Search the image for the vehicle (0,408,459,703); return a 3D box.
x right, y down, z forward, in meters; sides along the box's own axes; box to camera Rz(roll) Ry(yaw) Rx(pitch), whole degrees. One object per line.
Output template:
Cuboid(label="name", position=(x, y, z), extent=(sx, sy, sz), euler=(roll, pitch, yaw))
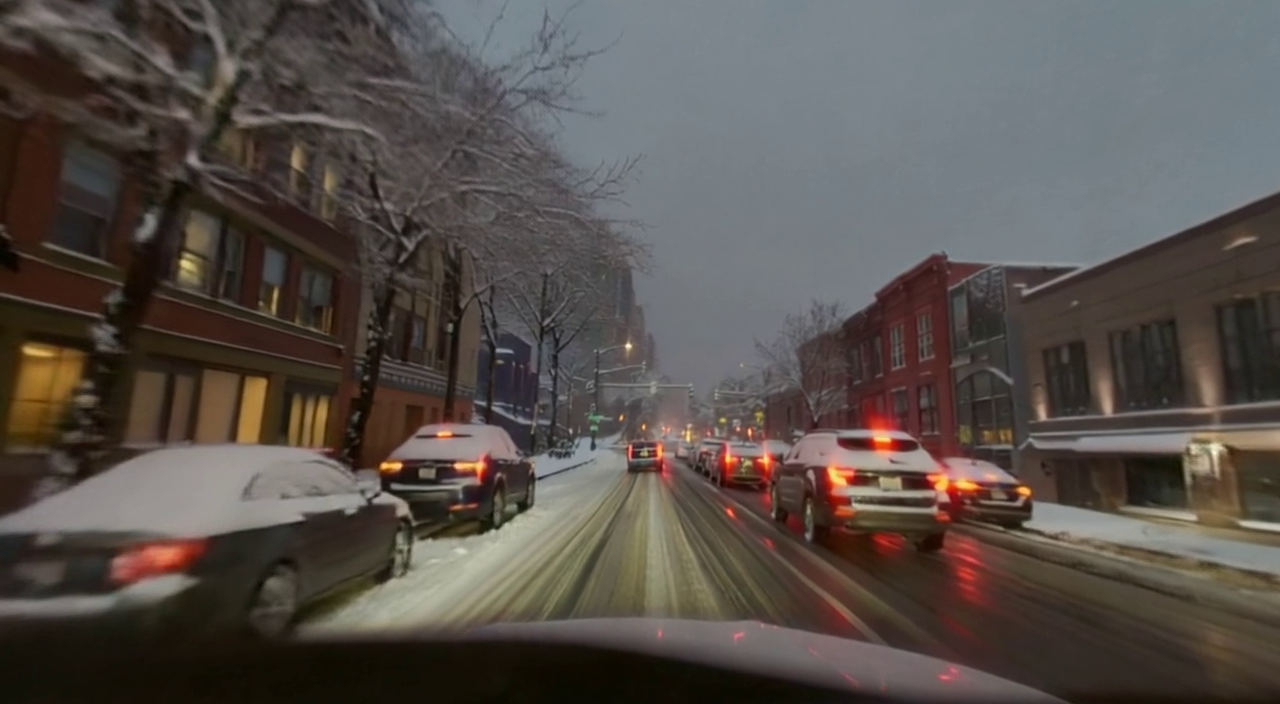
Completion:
Cuboid(label="vehicle", position=(-3.076, 1.308, 4.988), extent=(1.926, 1.456, 4.313), euler=(0, -9, 1))

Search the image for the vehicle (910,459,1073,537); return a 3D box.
Cuboid(label="vehicle", position=(8.982, 3.712, 16.553), extent=(1.893, 1.663, 4.257), euler=(0, -9, 2))

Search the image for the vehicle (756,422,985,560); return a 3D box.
Cuboid(label="vehicle", position=(3.309, 2.077, 10.179), extent=(2.002, 1.707, 4.547), euler=(0, -9, 0))

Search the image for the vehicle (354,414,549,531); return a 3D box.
Cuboid(label="vehicle", position=(-3.143, 2.133, 11.673), extent=(2.128, 1.725, 4.471), euler=(0, -9, 1))

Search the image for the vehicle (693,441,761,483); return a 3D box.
Cuboid(label="vehicle", position=(3.298, 4.265, 24.668), extent=(1.966, 1.475, 4.528), euler=(0, -9, 0))

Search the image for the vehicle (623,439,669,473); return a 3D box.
Cuboid(label="vehicle", position=(0.281, 4.807, 29.254), extent=(2.007, 1.460, 3.923), euler=(0, -9, 1))
